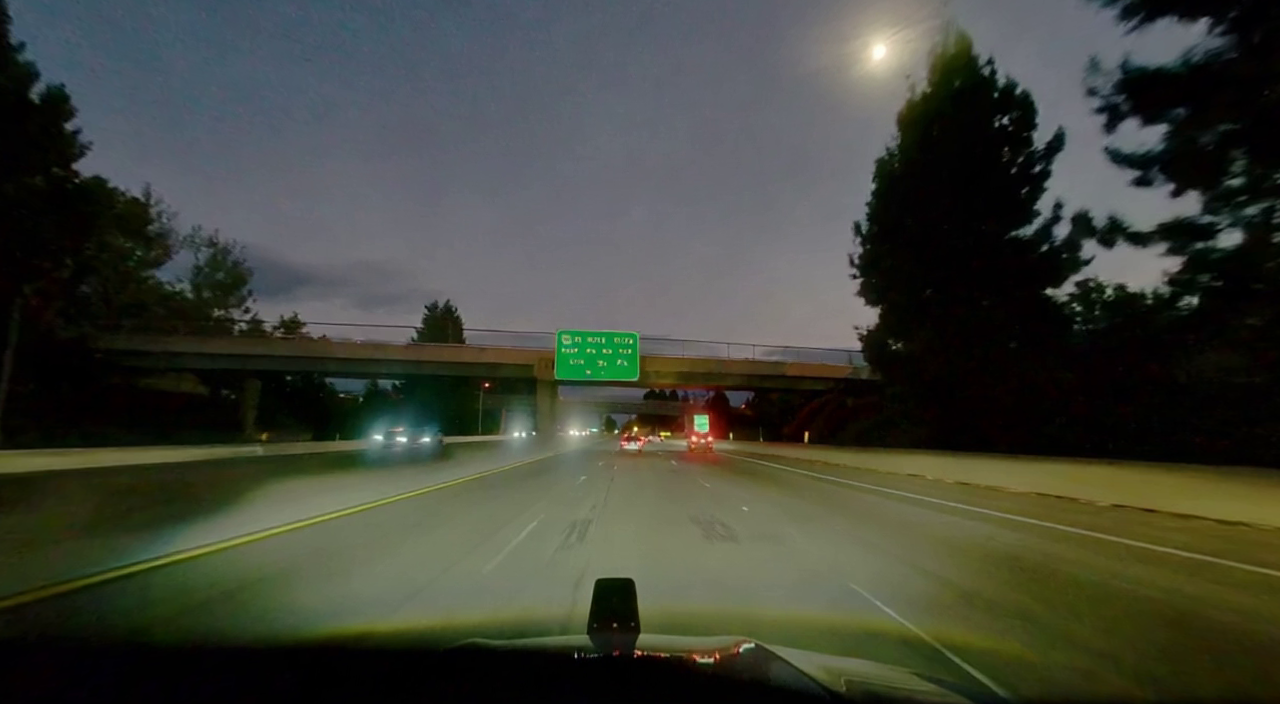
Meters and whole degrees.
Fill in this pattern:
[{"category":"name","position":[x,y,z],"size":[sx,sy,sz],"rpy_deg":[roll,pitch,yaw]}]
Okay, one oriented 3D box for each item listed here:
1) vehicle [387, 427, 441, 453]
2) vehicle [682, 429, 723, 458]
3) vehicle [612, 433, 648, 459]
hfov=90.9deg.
[{"category":"vehicle","position":[-14.161,5.536,39.723],"size":[2.152,1.601,3.543],"rpy_deg":[0,-8,-2]},{"category":"vehicle","position":[3.671,5.441,37.656],"size":[1.892,1.600,3.782],"rpy_deg":[0,-8,-2]},{"category":"vehicle","position":[-0.618,5.443,36.736],"size":[1.987,1.440,3.565],"rpy_deg":[0,-8,-2]}]
